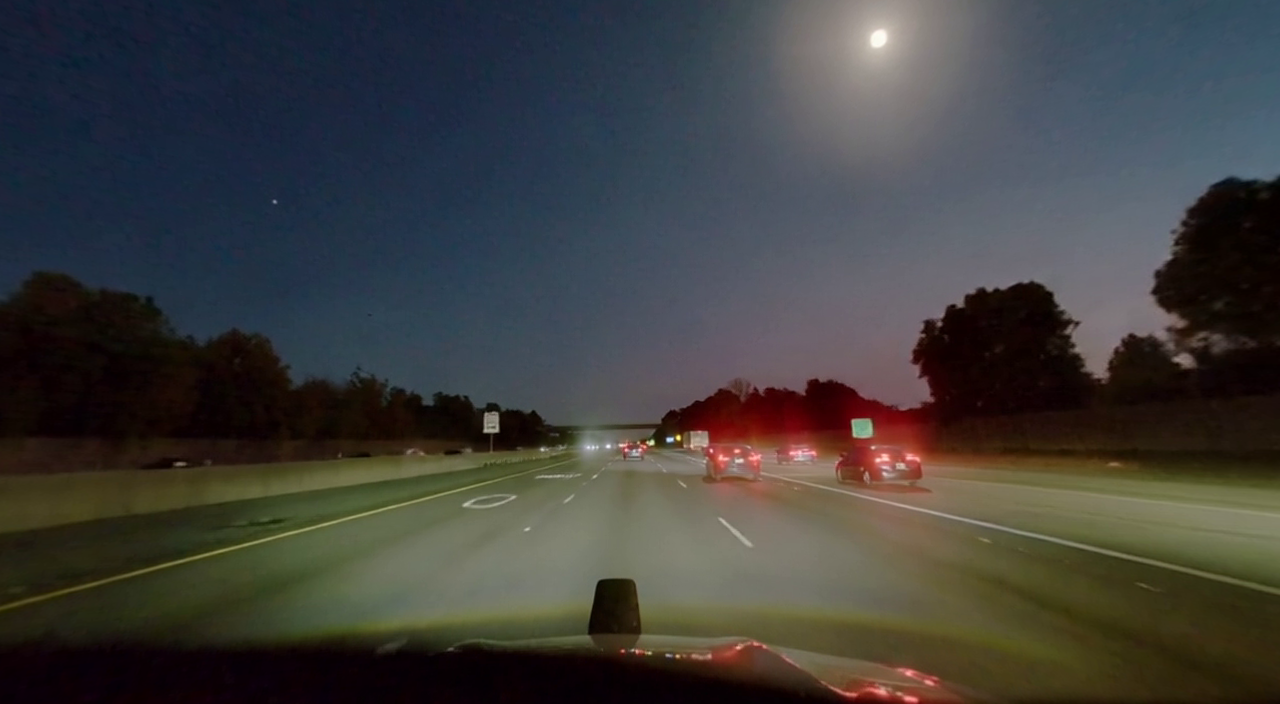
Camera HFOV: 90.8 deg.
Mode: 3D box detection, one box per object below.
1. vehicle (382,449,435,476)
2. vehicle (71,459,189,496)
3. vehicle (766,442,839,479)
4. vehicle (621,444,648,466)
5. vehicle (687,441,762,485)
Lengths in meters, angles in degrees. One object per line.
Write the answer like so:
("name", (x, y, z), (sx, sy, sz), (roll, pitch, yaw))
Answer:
("vehicle", (-16.142, 7.687, 44.313), (1.941, 1.673, 5.093), (1, -8, -2))
("vehicle", (-23.263, 5.702, 29.059), (1.792, 1.469, 4.427), (0, -9, -1))
("vehicle", (7.076, 4.782, 28.069), (1.946, 1.497, 4.467), (0, -9, -2))
("vehicle", (-0.474, 7.944, 48.942), (2.029, 1.595, 4.207), (0, -9, -2))
("vehicle", (3.082, 4.157, 24.032), (2.076, 1.472, 4.562), (0, -9, -2))
